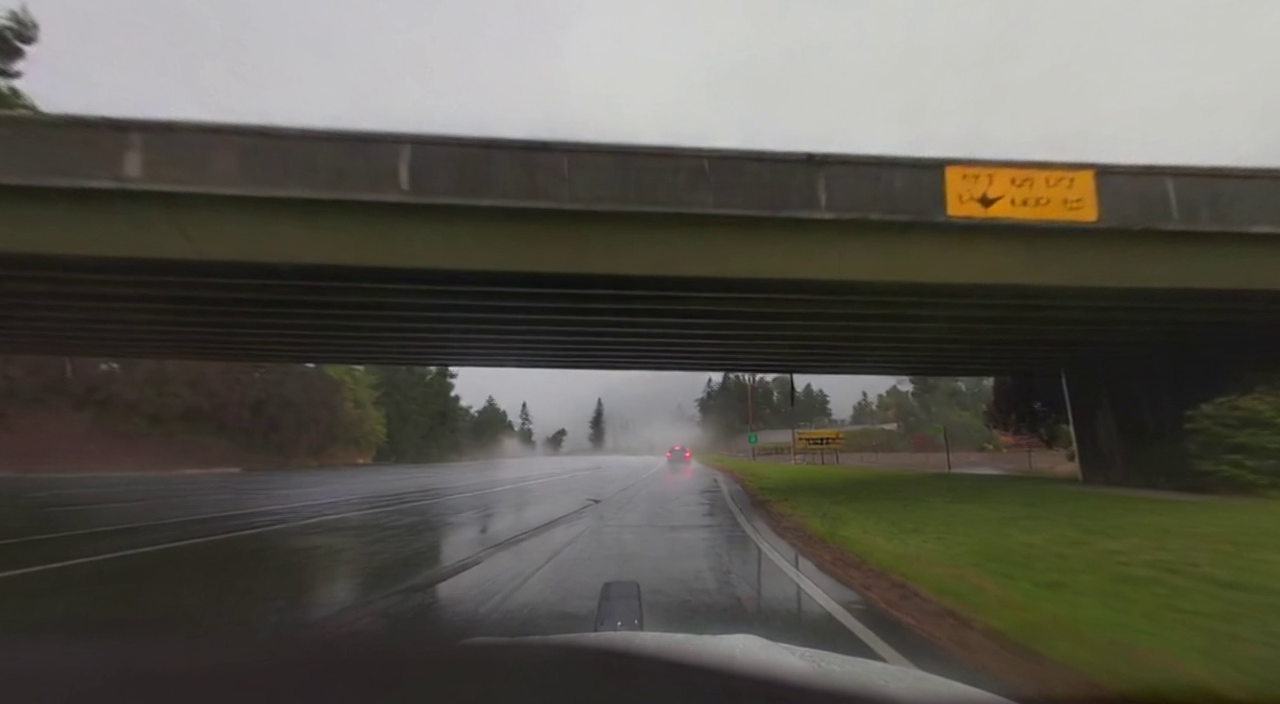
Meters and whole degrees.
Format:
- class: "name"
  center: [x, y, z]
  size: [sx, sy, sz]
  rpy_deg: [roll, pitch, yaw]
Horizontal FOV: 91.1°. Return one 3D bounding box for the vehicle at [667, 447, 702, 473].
- class: "vehicle"
  center: [2.676, 6.444, 37.685]
  size: [1.980, 1.449, 3.650]
  rpy_deg: [-1, -9, 4]
